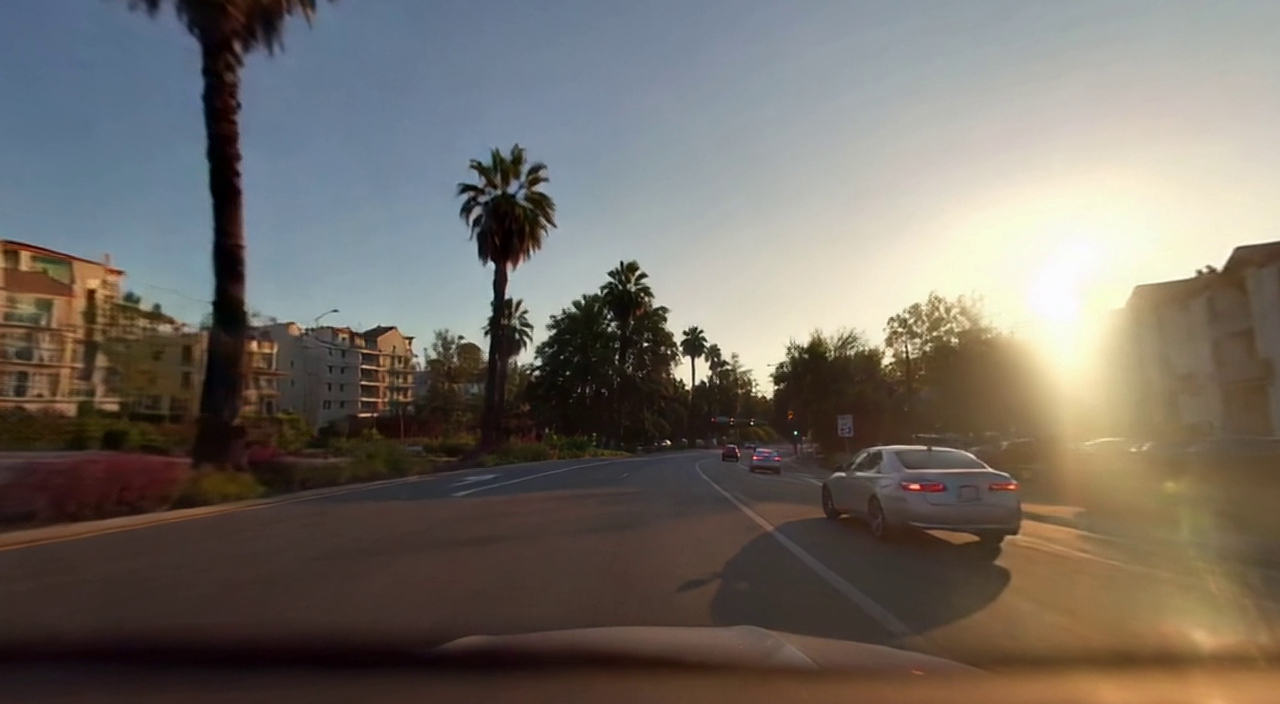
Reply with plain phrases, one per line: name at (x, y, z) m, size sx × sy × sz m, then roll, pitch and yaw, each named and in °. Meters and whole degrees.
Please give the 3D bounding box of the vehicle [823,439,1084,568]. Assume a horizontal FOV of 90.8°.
vehicle at (4.234, 2.067, 9.377) m, size 1.993 × 1.483 × 3.821 m, roll 0°, pitch -9°, yaw 2°

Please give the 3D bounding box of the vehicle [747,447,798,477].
vehicle at (7.159, 5.977, 34.632) m, size 2.144 × 1.473 × 4.638 m, roll -1°, pitch -9°, yaw 5°
